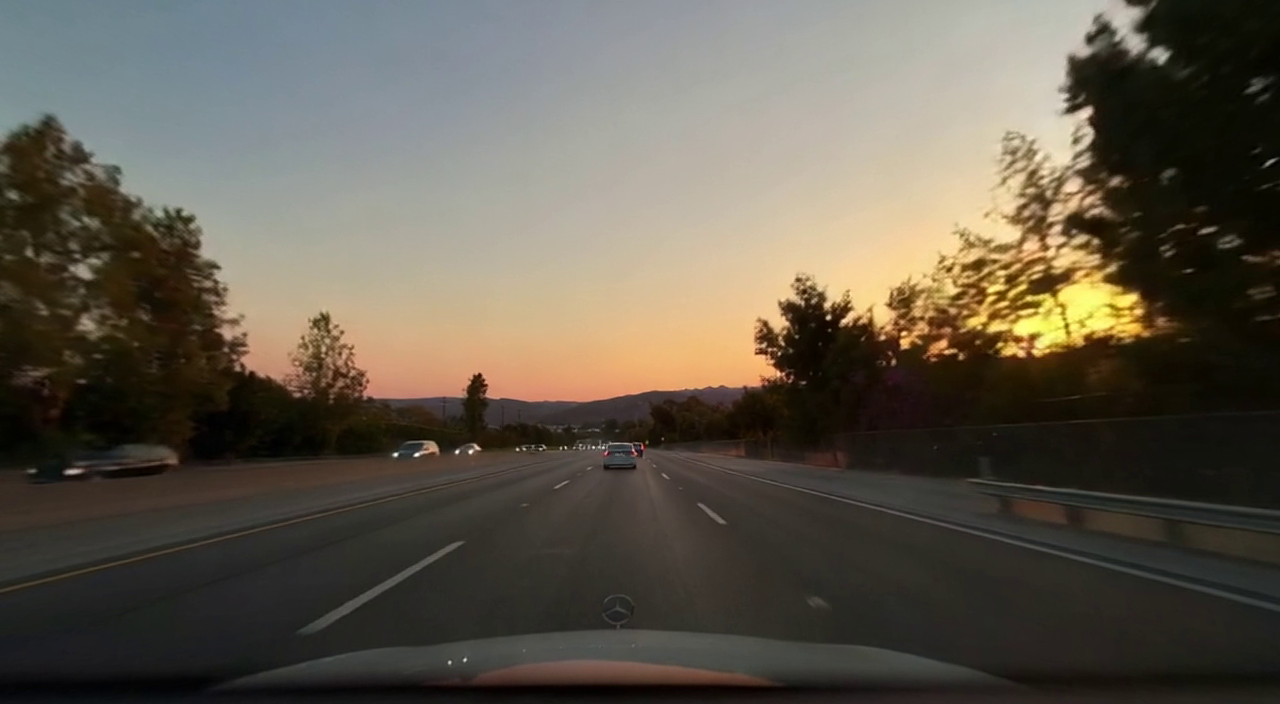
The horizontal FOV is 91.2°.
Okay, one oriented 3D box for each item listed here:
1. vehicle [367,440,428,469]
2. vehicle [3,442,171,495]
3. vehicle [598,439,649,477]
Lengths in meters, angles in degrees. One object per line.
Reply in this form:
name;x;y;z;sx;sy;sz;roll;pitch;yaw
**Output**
vehicle;-13.584;5.787;35.356;1.869;1.513;4.031;0;-9;-1
vehicle;-17.901;3.759;20.593;1.843;1.521;4.015;0;-9;-1
vehicle;-0.728;4.693;27.945;2.095;1.537;4.017;0;-9;-1
